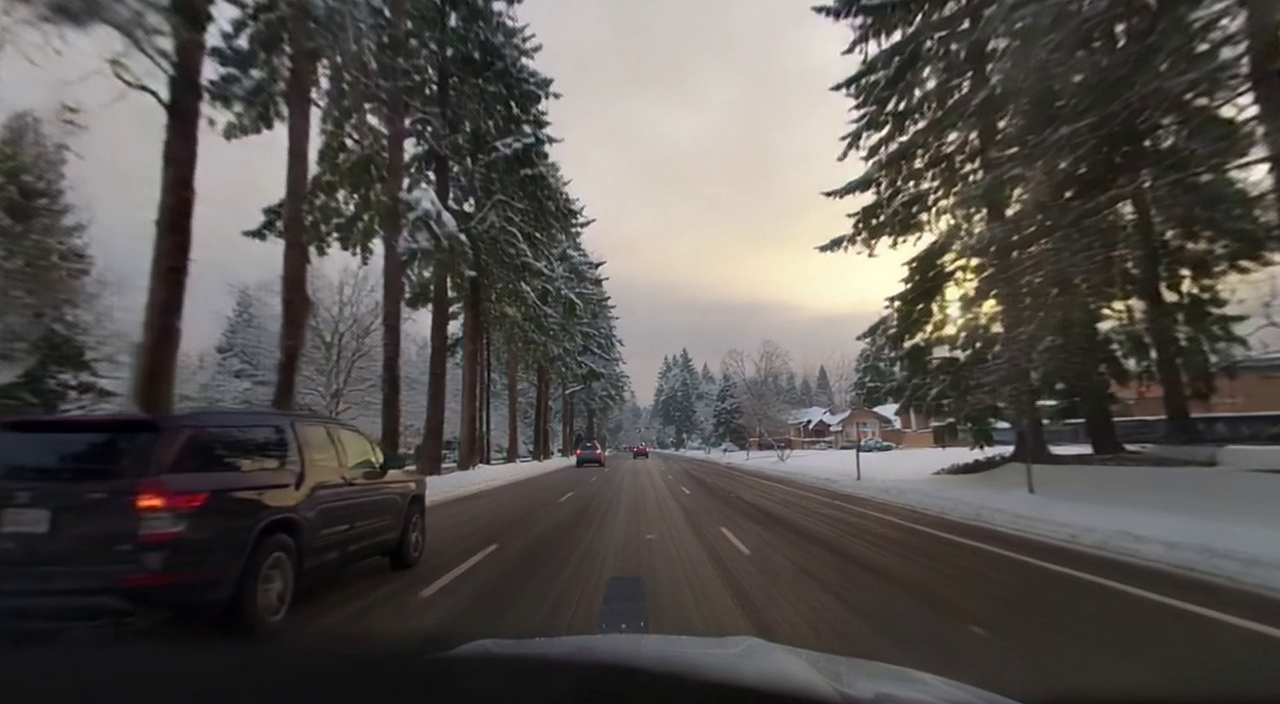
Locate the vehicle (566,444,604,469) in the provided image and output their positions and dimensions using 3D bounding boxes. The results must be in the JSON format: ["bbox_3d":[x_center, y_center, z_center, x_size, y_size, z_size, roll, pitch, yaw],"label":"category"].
[{"bbox_3d":[-3.454,6.654,40.252,2.021,1.466,4.330,0,-9,1],"label":"vehicle"}]

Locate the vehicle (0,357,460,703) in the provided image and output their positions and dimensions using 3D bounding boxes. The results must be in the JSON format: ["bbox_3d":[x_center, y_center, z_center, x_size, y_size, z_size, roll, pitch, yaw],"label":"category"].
[{"bbox_3d":[-3.223,1.210,5.199,2.058,1.671,4.704,0,-9,0],"label":"vehicle"}]
